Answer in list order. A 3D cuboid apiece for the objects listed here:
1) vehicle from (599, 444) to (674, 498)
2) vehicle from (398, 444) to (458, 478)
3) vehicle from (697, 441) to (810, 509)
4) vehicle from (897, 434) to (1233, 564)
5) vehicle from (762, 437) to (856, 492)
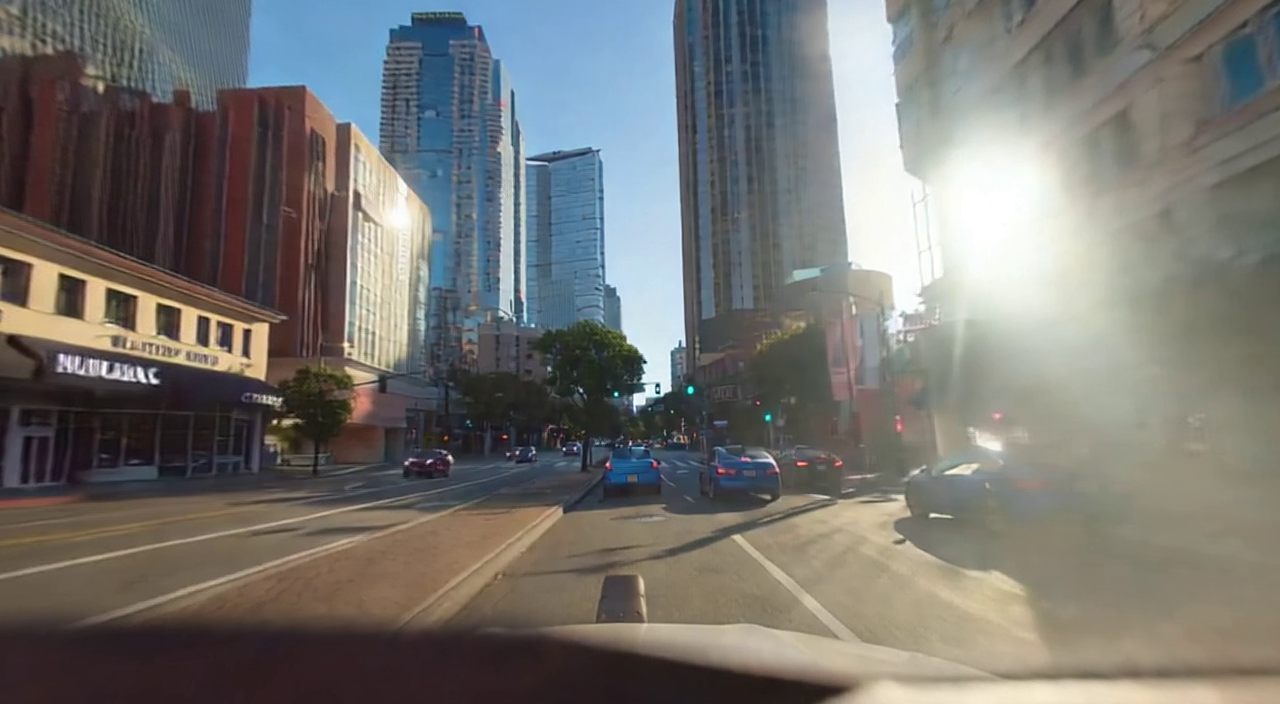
[{"bbox_3d":[-0.155,3.669,19.926,2.096,1.457,4.160,-1,-9,-1],"label":"vehicle"},{"bbox_3d":[-12.252,6.308,36.887,1.861,1.780,4.814,-1,-9,0],"label":"vehicle"},{"bbox_3d":[2.758,3.104,16.489,1.987,1.484,4.427,-1,-9,-2],"label":"vehicle"},{"bbox_3d":[6.016,2.096,9.874,1.914,1.484,4.639,-1,-9,-2],"label":"vehicle"},{"bbox_3d":[6.008,4.048,23.104,2.015,1.745,4.444,-1,-9,-2],"label":"vehicle"}]
